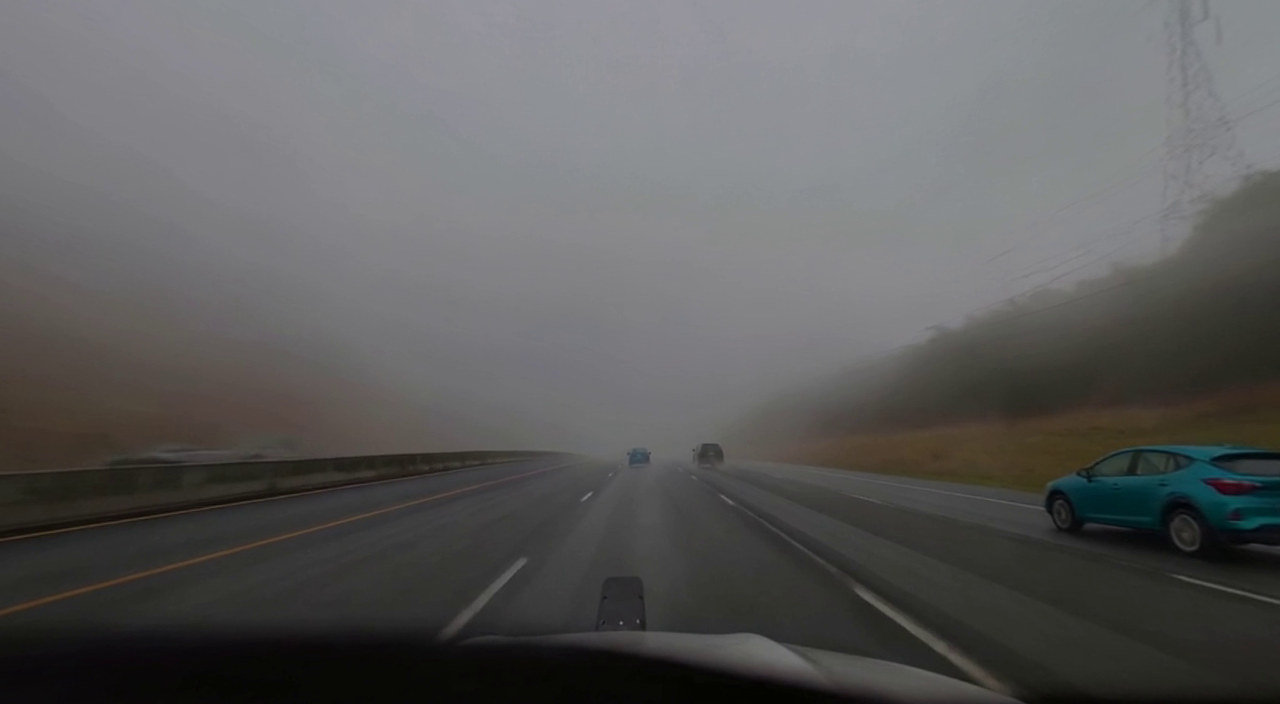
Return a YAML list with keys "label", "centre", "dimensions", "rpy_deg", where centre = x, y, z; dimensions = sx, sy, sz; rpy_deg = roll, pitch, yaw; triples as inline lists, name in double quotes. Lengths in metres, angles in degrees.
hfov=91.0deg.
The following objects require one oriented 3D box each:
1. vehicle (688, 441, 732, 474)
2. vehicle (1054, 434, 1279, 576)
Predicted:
- label: "vehicle"
  centre: [4.096, 6.210, 37.414]
  dimensions: [2.159, 1.782, 4.673]
  rpy_deg: [0, -8, 1]
- label: "vehicle"
  centre: [8.047, 1.892, 8.273]
  dimensions: [1.970, 1.545, 4.818]
  rpy_deg: [0, -8, 1]
